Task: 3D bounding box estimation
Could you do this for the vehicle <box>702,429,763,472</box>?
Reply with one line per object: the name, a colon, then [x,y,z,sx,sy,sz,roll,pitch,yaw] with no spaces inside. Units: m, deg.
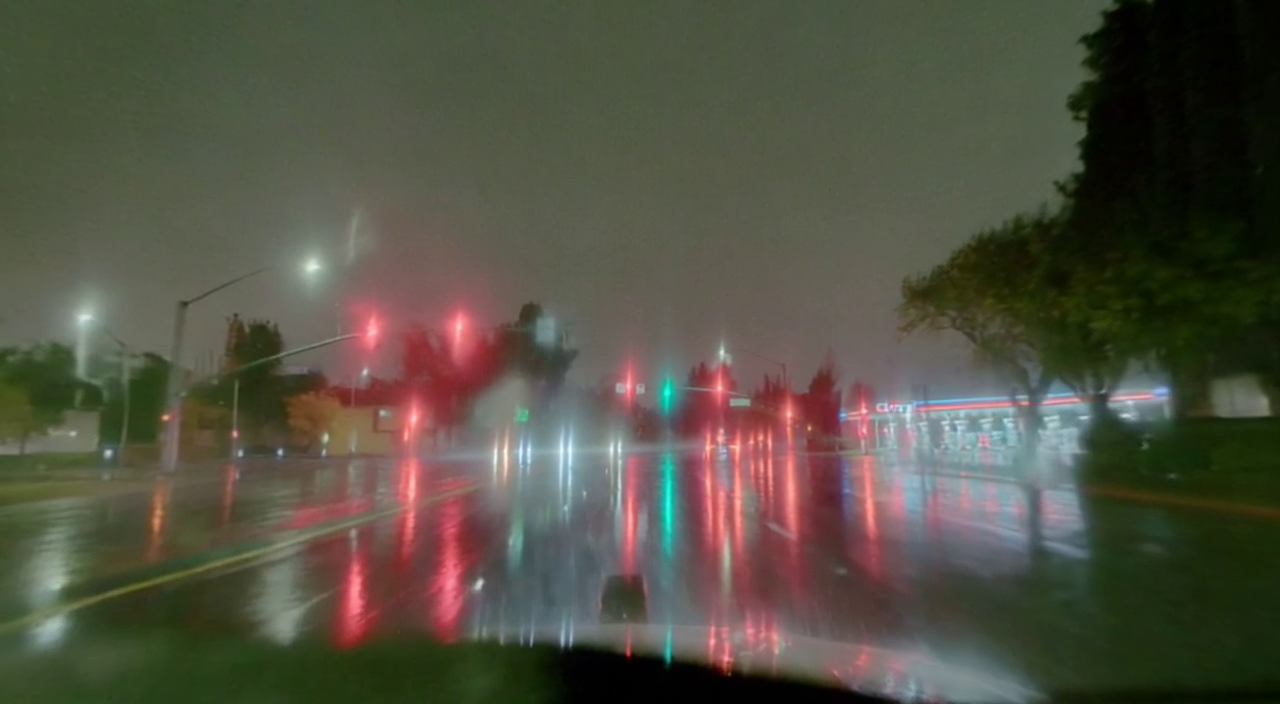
vehicle: [3.995,4.338,27.803,2.090,1.717,4.063,0,-8,0]
